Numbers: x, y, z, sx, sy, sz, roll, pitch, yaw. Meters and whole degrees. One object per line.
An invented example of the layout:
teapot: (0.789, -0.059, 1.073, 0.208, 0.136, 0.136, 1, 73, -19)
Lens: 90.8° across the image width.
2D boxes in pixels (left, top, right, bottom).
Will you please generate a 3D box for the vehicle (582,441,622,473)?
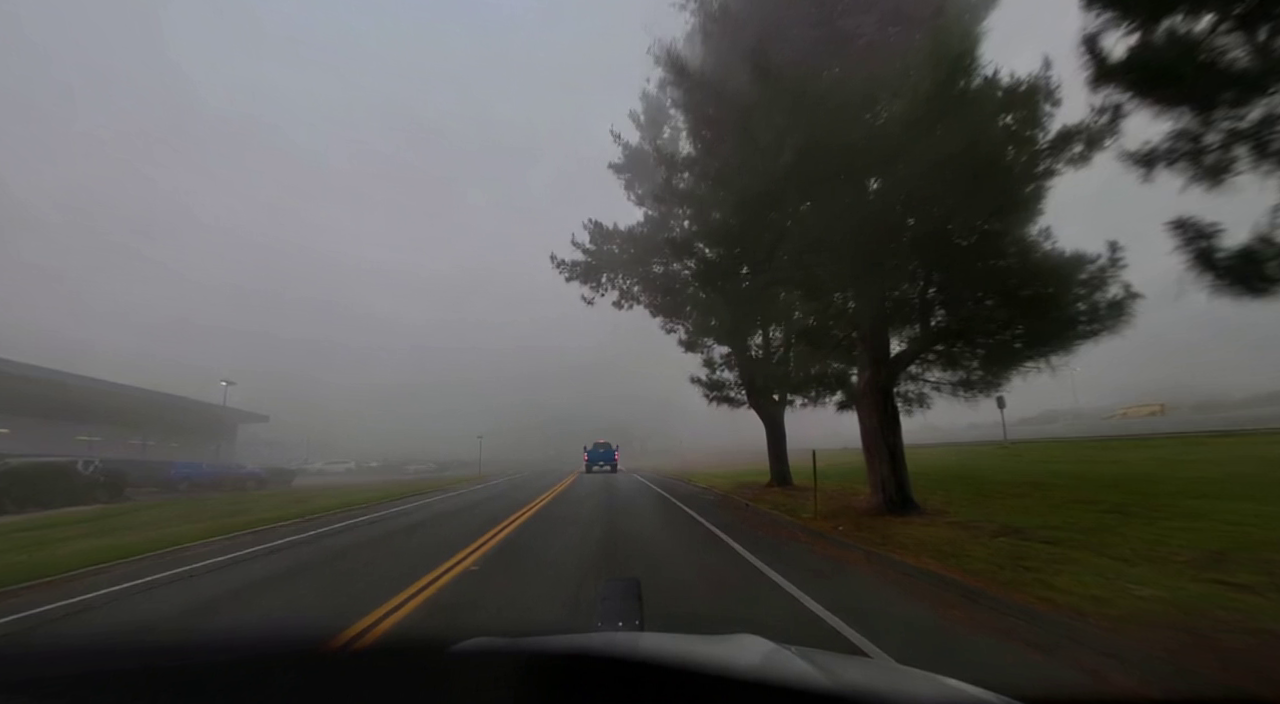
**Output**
vehicle: (-2.644, 7.195, 43.487, 2.556, 2.063, 5.578, 1, -9, -4)
